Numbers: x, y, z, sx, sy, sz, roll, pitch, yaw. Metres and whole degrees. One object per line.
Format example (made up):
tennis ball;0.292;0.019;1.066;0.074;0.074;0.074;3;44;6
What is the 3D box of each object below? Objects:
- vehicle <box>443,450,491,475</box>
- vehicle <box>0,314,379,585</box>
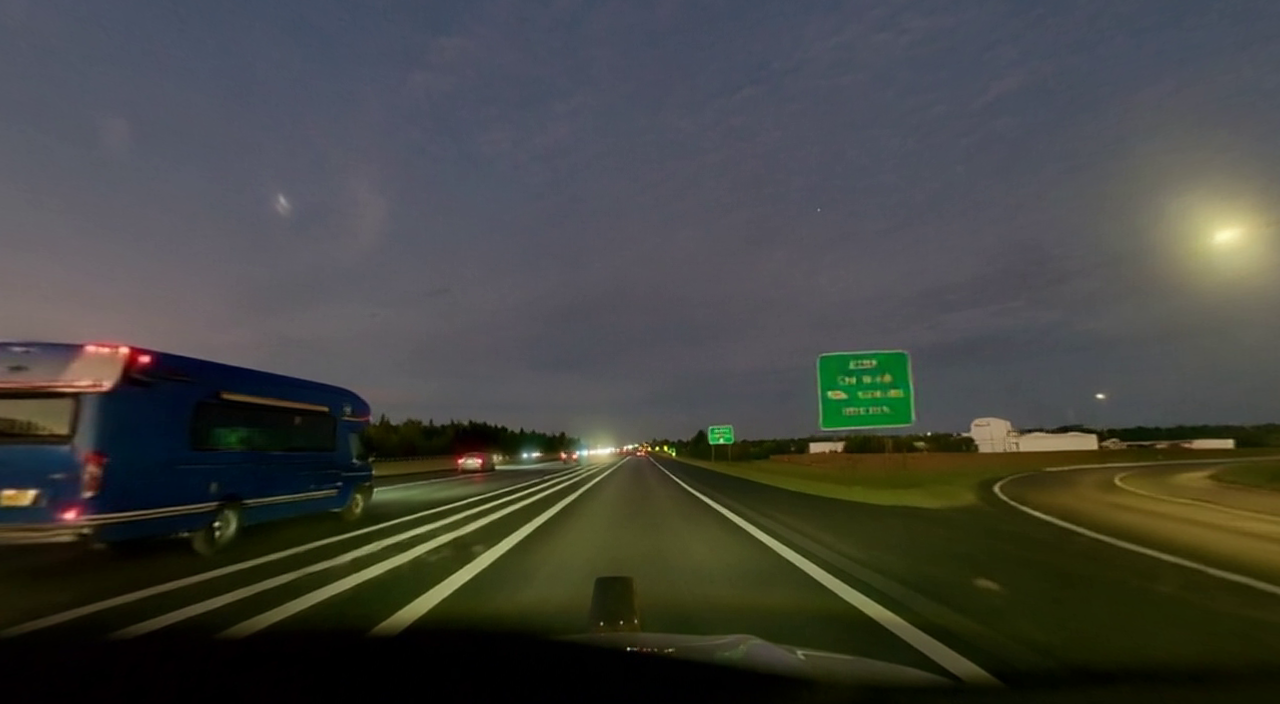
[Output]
vehicle;-11.413;7.284;41.869;1.981;1.503;4.207;0;-9;1
vehicle;-7.376;1.580;10.582;2.747;2.934;7.411;0;-9;0
